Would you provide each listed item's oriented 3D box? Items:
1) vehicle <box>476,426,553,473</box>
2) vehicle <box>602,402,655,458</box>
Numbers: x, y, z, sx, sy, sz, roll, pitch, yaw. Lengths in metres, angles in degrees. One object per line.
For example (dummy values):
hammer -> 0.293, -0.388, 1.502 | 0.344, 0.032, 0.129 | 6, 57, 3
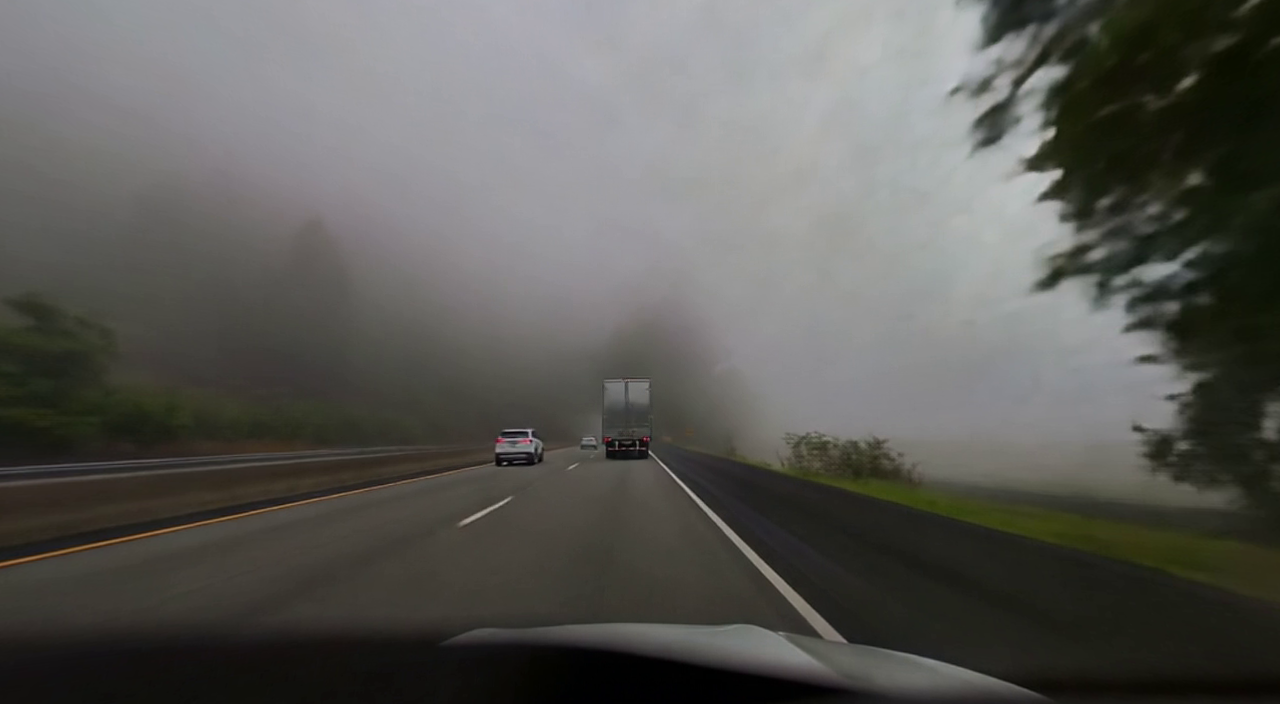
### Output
vehicle -> -4.957, 3.907, 25.584 | 2.138, 1.697, 4.587 | 0, -8, 0
vehicle -> -0.536, 3.498, 28.282 | 2.319, 2.461, 1.270 | 0, -8, -3
